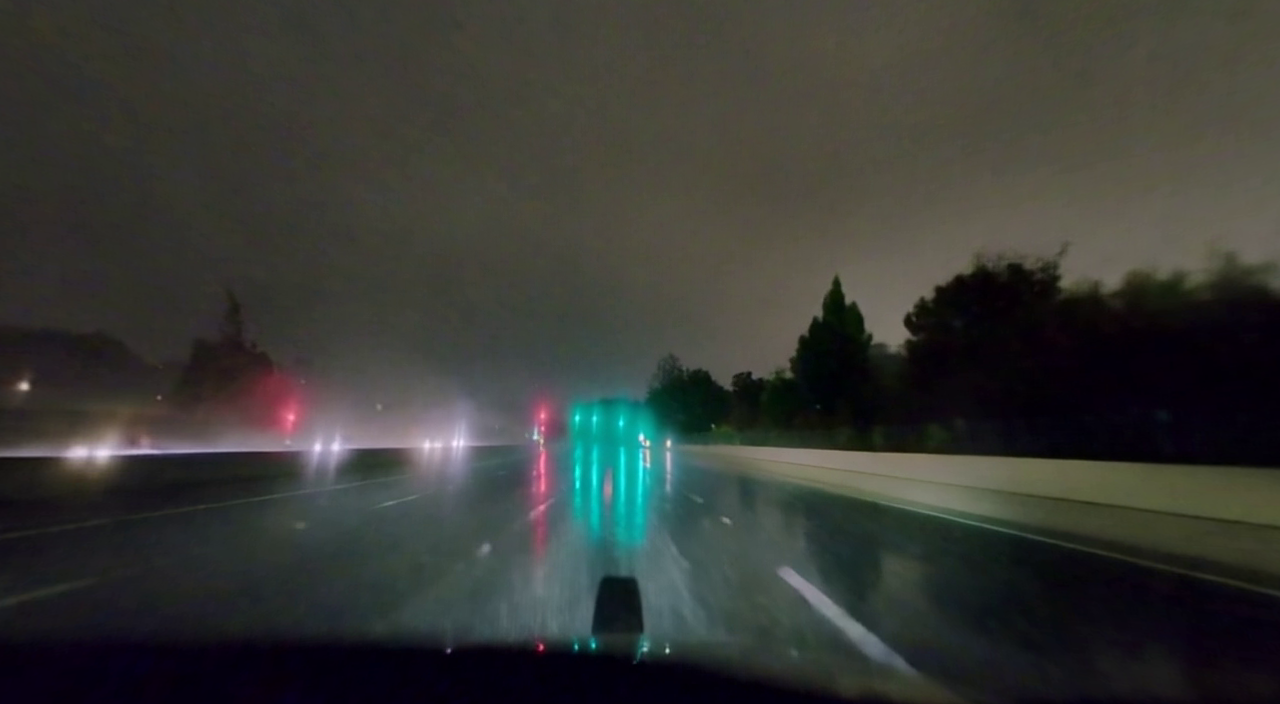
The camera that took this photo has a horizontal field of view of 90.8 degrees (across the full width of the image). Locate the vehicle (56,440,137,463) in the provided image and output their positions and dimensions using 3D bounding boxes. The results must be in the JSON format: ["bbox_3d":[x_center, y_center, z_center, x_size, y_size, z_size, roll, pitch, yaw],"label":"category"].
[{"bbox_3d":[-38.464,7.025,44.879,1.805,1.506,4.667,0,-8,-3],"label":"vehicle"}]
